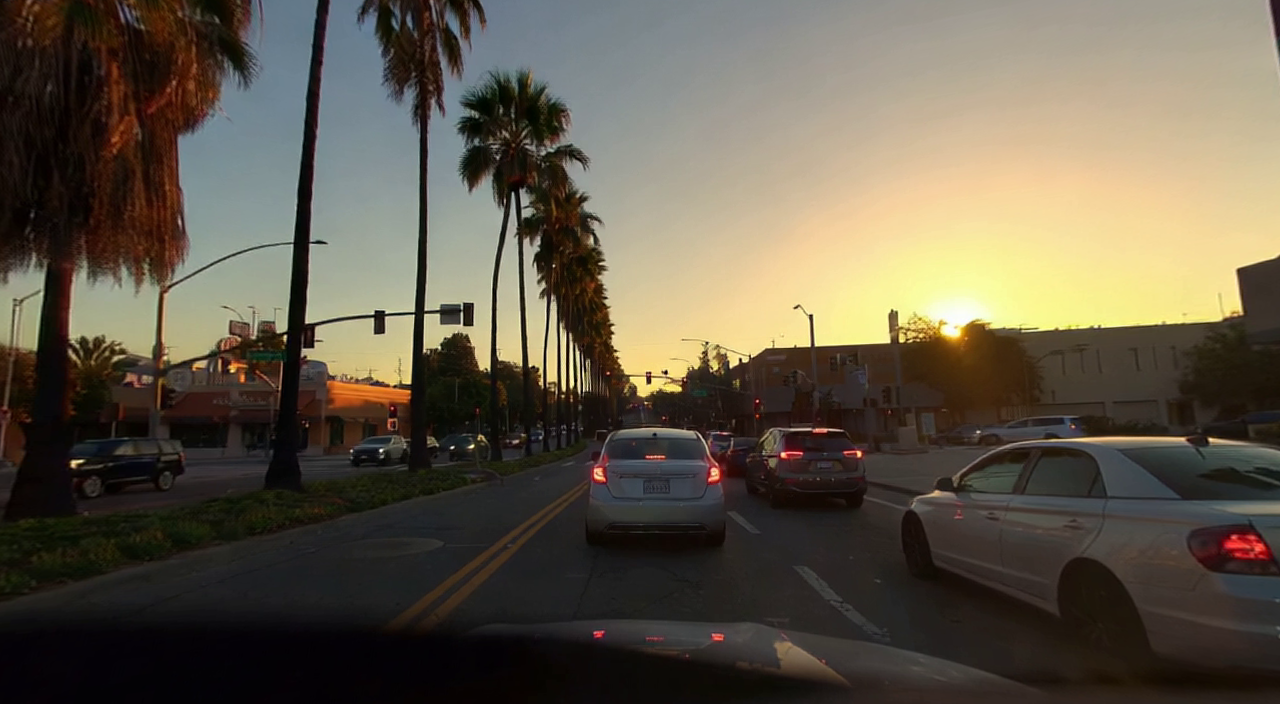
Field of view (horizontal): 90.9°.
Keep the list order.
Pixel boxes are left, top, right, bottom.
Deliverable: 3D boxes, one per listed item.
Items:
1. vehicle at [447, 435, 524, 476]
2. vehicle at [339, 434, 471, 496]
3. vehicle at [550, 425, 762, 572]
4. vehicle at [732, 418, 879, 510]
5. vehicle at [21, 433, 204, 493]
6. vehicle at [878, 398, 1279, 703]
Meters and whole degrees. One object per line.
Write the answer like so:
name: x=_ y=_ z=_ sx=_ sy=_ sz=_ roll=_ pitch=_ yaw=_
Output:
vehicle: x=-6.042 y=4.099 z=25.222 sx=1.822 sy=1.456 sz=4.396 roll=-1 pitch=-8 yaw=2
vehicle: x=-6.259 y=3.042 z=17.363 sx=1.900 sy=1.487 sz=4.165 roll=0 pitch=-8 yaw=2
vehicle: x=0.172 y=1.787 z=8.456 sx=2.140 sy=1.474 sz=4.026 roll=0 pitch=-8 yaw=0
vehicle: x=3.503 y=2.465 z=14.303 sx=2.169 sy=1.751 sz=4.276 roll=0 pitch=-8 yaw=0
vehicle: x=-18.035 y=3.792 z=21.977 sx=2.120 sy=1.828 sz=4.955 roll=0 pitch=-8 yaw=-1
vehicle: x=3.539 y=1.222 z=4.477 sx=1.910 sy=1.490 sz=4.661 roll=0 pitch=-8 yaw=1
